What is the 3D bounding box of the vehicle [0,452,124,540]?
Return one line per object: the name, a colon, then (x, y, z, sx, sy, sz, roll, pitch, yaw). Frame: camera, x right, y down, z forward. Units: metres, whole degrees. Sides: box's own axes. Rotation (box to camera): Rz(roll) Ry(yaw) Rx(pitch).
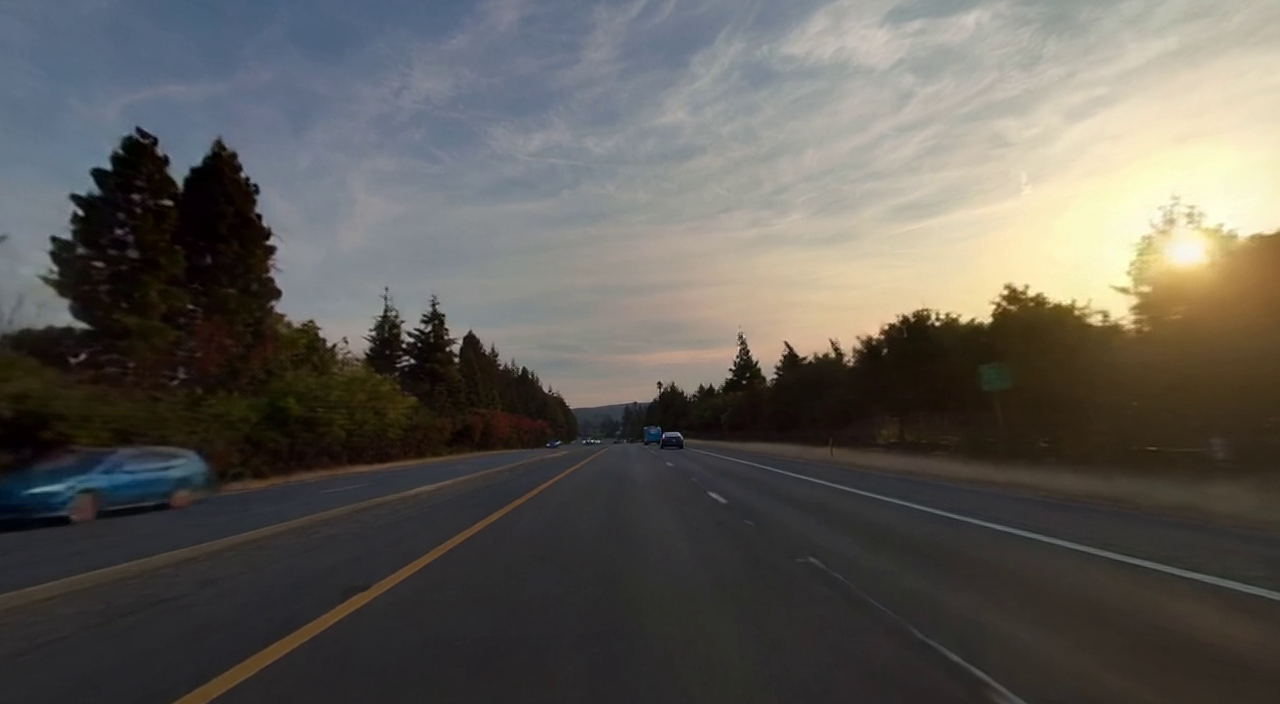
vehicle: (-12.063, 2.563, 11.193, 1.946, 1.467, 4.602, 0, -8, -1)
